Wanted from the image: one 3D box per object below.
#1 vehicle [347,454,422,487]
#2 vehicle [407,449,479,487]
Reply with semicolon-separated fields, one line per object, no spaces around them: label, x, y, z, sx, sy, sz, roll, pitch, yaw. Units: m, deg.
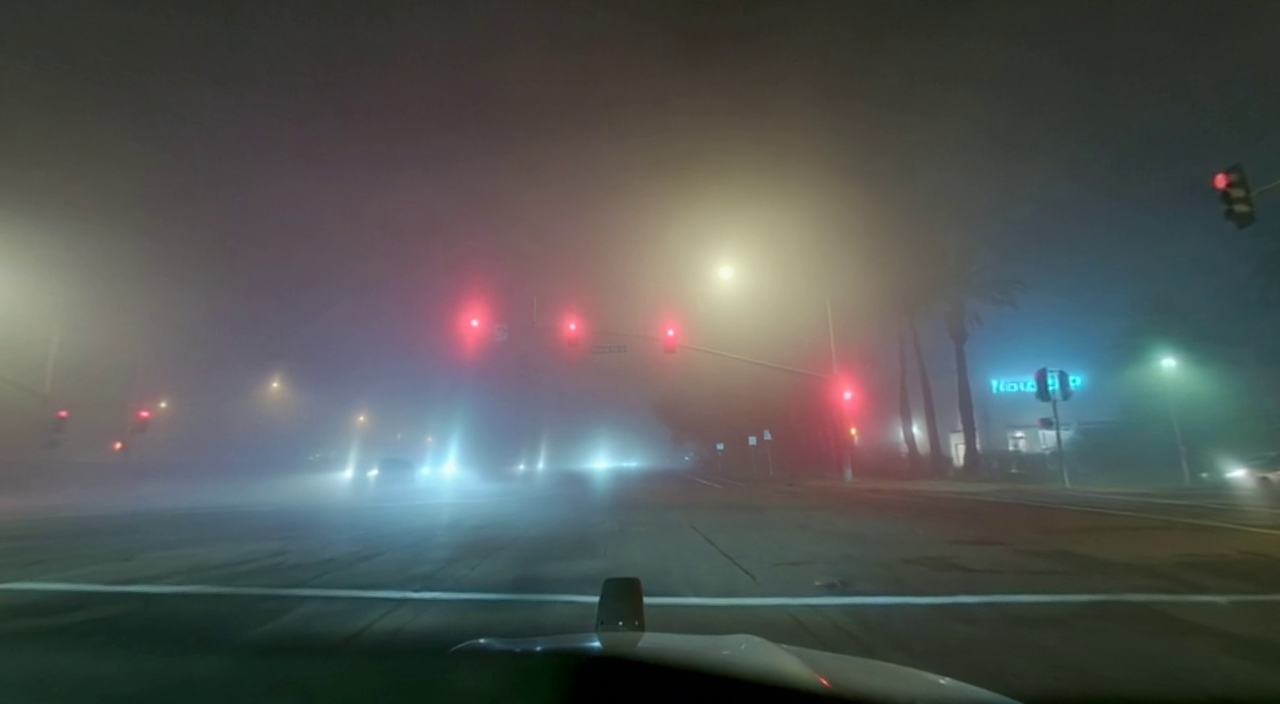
vehicle;-13.756;6.386;34.381;1.995;1.632;4.609;0;-9;2
vehicle;-9.583;5.660;31.151;2.074;1.681;4.417;0;-9;0
